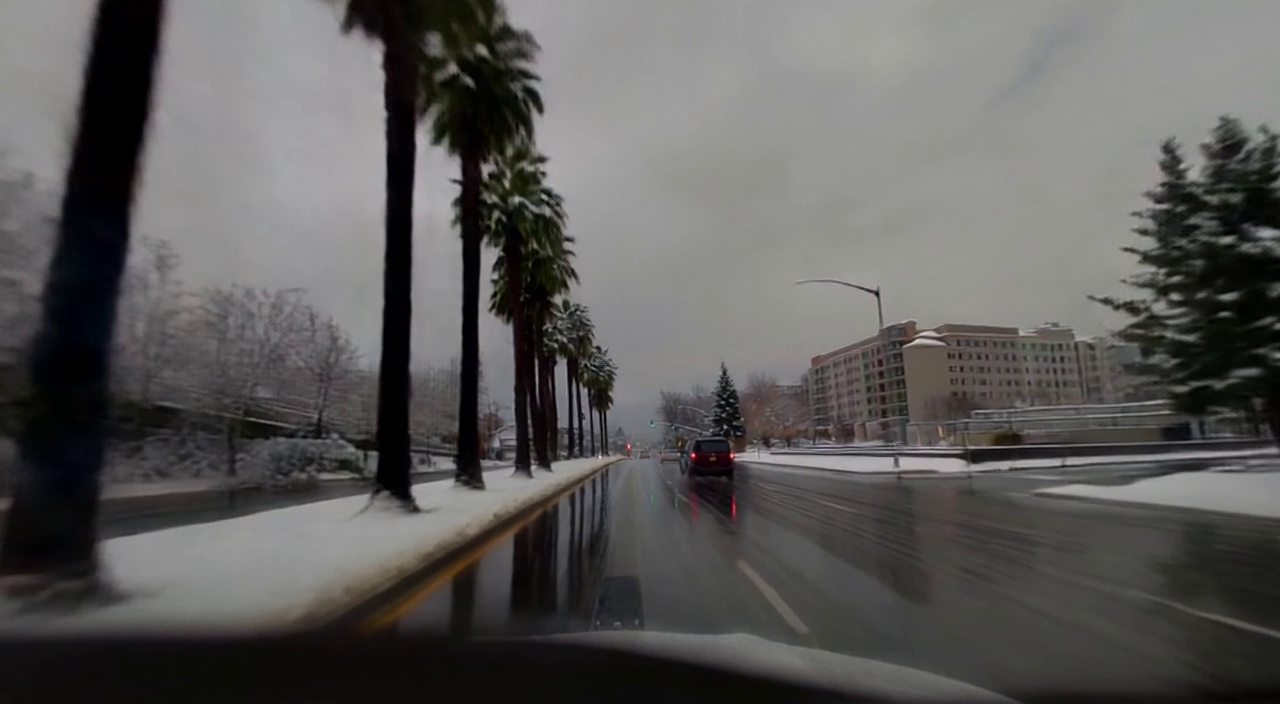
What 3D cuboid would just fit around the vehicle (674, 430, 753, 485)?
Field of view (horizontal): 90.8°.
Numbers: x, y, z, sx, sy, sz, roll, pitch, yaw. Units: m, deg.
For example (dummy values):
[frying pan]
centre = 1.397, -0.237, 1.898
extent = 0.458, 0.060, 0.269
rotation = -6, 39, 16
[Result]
[vehicle]
centre = 2.877, 4.352, 26.340
extent = 2.559, 2.017, 5.562
rotation = 0, -9, -1
